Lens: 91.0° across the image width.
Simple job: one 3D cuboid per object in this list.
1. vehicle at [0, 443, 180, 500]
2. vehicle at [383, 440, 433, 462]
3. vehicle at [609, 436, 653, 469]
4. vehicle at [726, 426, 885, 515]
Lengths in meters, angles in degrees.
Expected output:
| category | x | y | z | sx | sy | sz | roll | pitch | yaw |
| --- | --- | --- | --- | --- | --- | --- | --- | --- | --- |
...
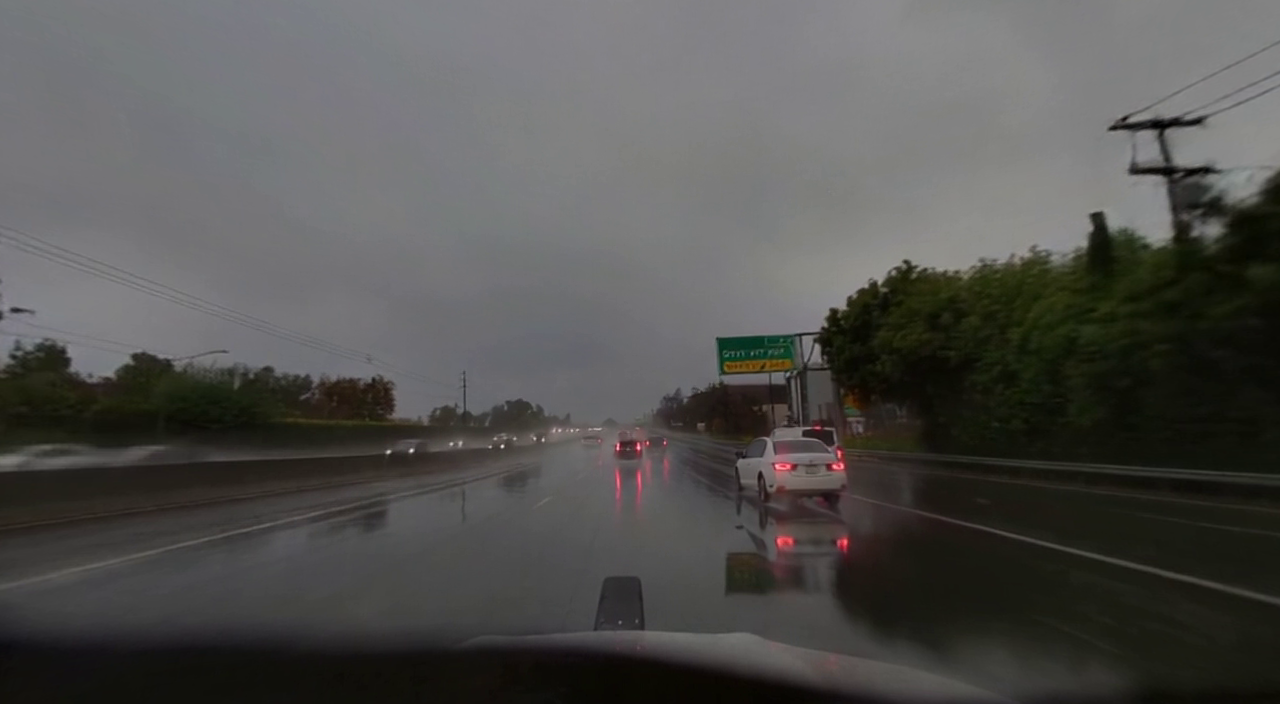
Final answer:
| category | x | y | z | sx | sy | sz | roll | pitch | yaw |
| --- | --- | --- | --- | --- | --- | --- | --- | --- | --- |
| vehicle | -16.753 | 3.547 | 19.217 | 1.912 | 1.492 | 4.608 | 0 | -8 | 0 |
| vehicle | -16.937 | 7.246 | 46.188 | 1.890 | 1.564 | 4.563 | 0 | -8 | 0 |
| vehicle | -0.455 | 4.849 | 30.456 | 2.019 | 1.472 | 3.971 | 0 | -8 | -2 |
| vehicle | 3.209 | 2.398 | 13.284 | 1.995 | 1.533 | 4.463 | 0 | -8 | -2 |
